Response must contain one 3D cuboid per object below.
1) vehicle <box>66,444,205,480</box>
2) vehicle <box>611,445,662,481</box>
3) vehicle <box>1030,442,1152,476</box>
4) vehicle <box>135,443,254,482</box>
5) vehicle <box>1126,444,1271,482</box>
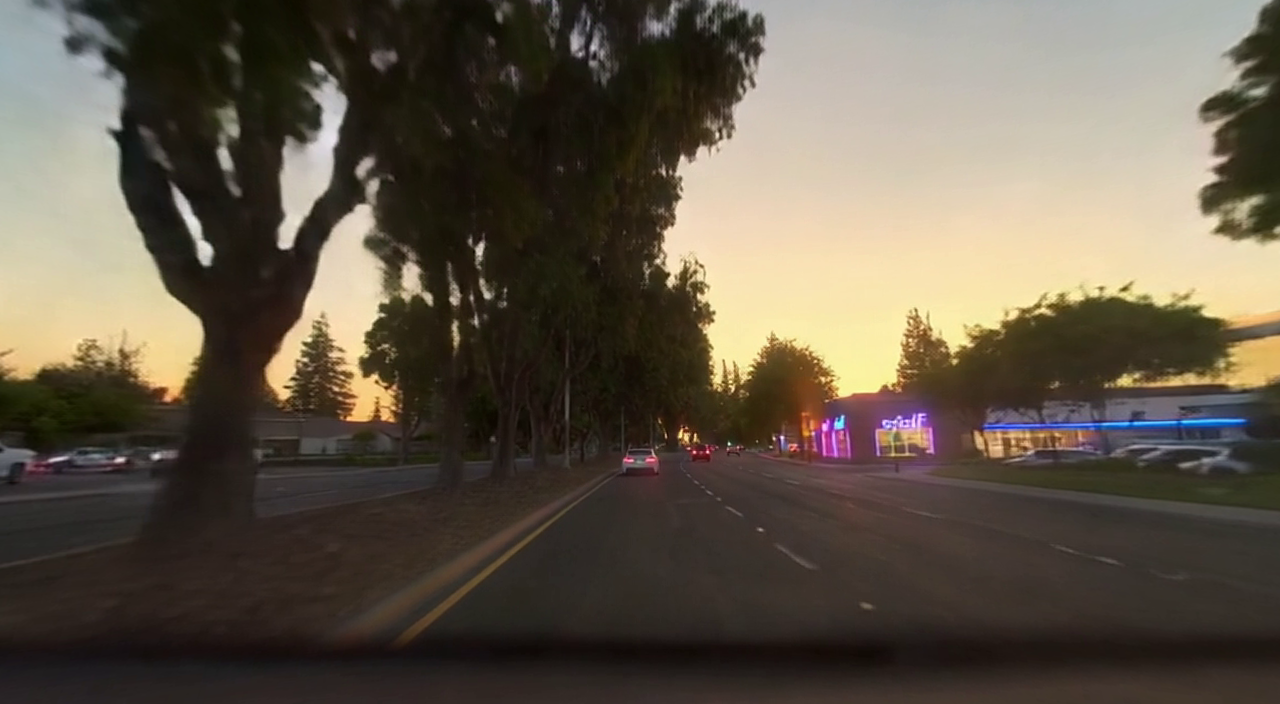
[{"bbox_3d":[-31.678,6.889,40.003,2.154,2.021,6.409,-5,-10,28],"label":"vehicle"},{"bbox_3d":[-0.077,4.893,28.070,2.095,1.456,3.873,-1,-9,2],"label":"vehicle"},{"bbox_3d":[21.170,5.005,29.783,4.197,1.505,1.915,0,-8,1],"label":"vehicle"},{"bbox_3d":[-24.375,6.017,34.717,5.104,1.947,2.106,6,-11,-36],"label":"vehicle"},{"bbox_3d":[21.285,4.248,24.202,3.811,1.355,1.823,0,-9,-1],"label":"vehicle"}]
